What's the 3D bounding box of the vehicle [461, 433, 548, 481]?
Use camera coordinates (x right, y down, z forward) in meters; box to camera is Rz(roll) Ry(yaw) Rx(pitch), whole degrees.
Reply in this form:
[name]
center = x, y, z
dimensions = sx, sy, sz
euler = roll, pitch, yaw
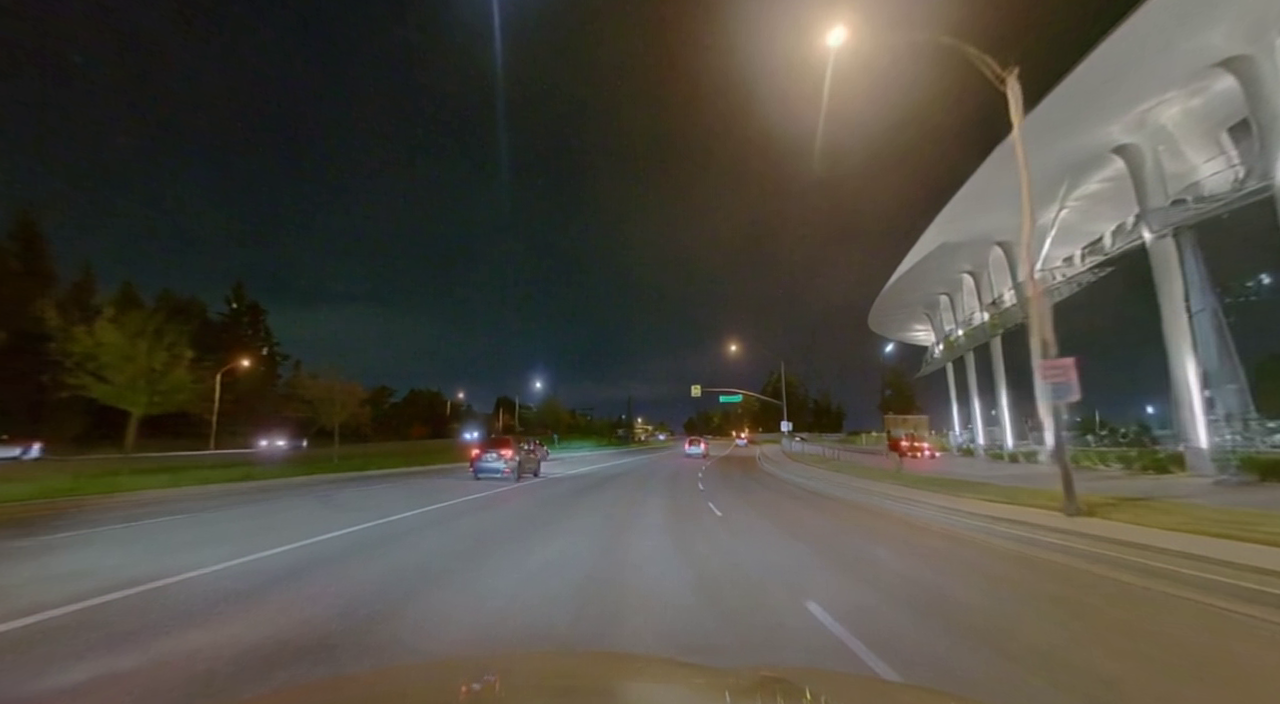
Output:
[vehicle]
center = -5.362, 4.238, 25.668
dimensions = 2.181, 1.728, 4.515
euler = -1, -9, 5
